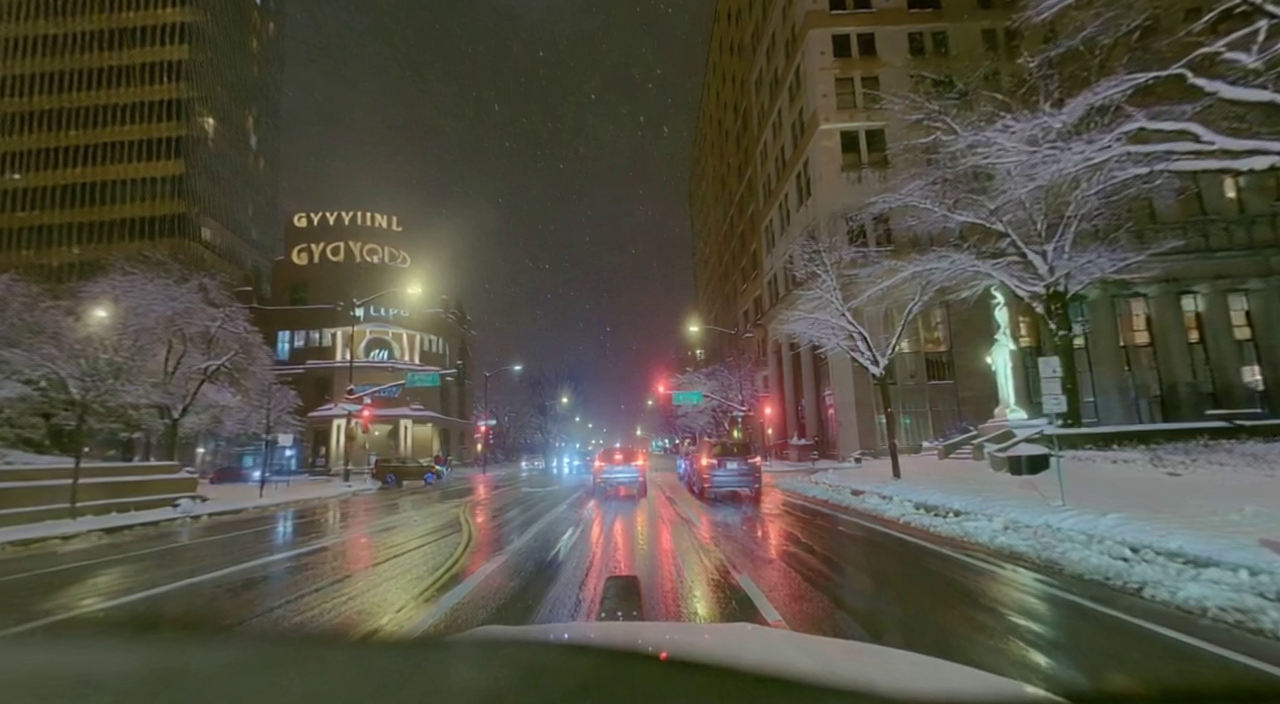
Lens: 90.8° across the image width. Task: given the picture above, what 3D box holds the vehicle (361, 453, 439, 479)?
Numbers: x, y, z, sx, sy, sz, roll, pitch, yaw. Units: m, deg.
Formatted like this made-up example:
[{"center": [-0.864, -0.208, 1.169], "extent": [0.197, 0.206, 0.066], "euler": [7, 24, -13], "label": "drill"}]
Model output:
[{"center": [-17.612, 8.376, 46.564], "extent": [4.855, 1.769, 2.071], "euler": [0, -9, 1], "label": "vehicle"}]

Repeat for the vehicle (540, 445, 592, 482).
[{"center": [-3.522, 5.403, 30.965], "extent": [2.045, 1.633, 4.864], "euler": [0, -9, -2], "label": "vehicle"}]

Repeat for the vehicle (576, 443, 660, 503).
[{"center": [-0.574, 3.353, 17.957], "extent": [2.096, 1.492, 4.071], "euler": [0, -9, -1], "label": "vehicle"}]

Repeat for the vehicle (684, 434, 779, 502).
[{"center": [2.588, 3.437, 19.078], "extent": [2.096, 1.775, 4.440], "euler": [0, -9, -1], "label": "vehicle"}]
